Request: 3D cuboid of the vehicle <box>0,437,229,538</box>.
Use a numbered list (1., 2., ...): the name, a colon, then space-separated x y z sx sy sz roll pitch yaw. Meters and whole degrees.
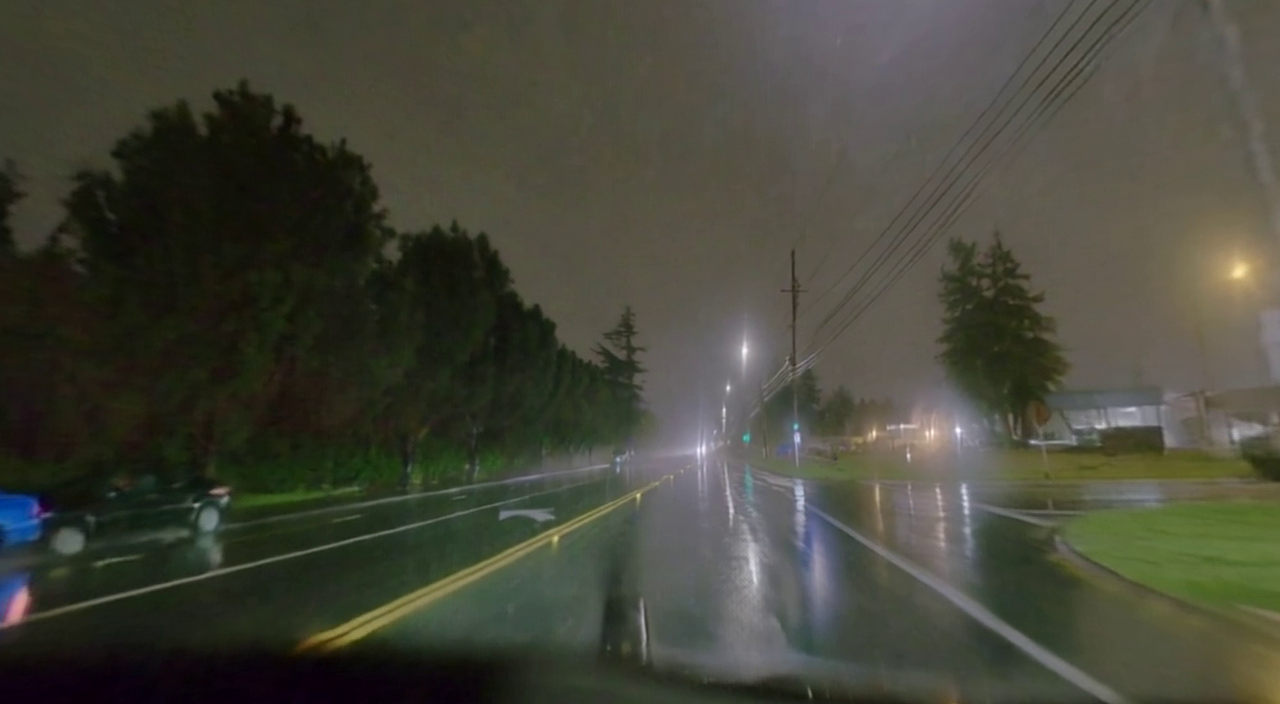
1. vehicle: -11.973 2.955 13.829 4.601 1.730 2.035 -6 -9 2
